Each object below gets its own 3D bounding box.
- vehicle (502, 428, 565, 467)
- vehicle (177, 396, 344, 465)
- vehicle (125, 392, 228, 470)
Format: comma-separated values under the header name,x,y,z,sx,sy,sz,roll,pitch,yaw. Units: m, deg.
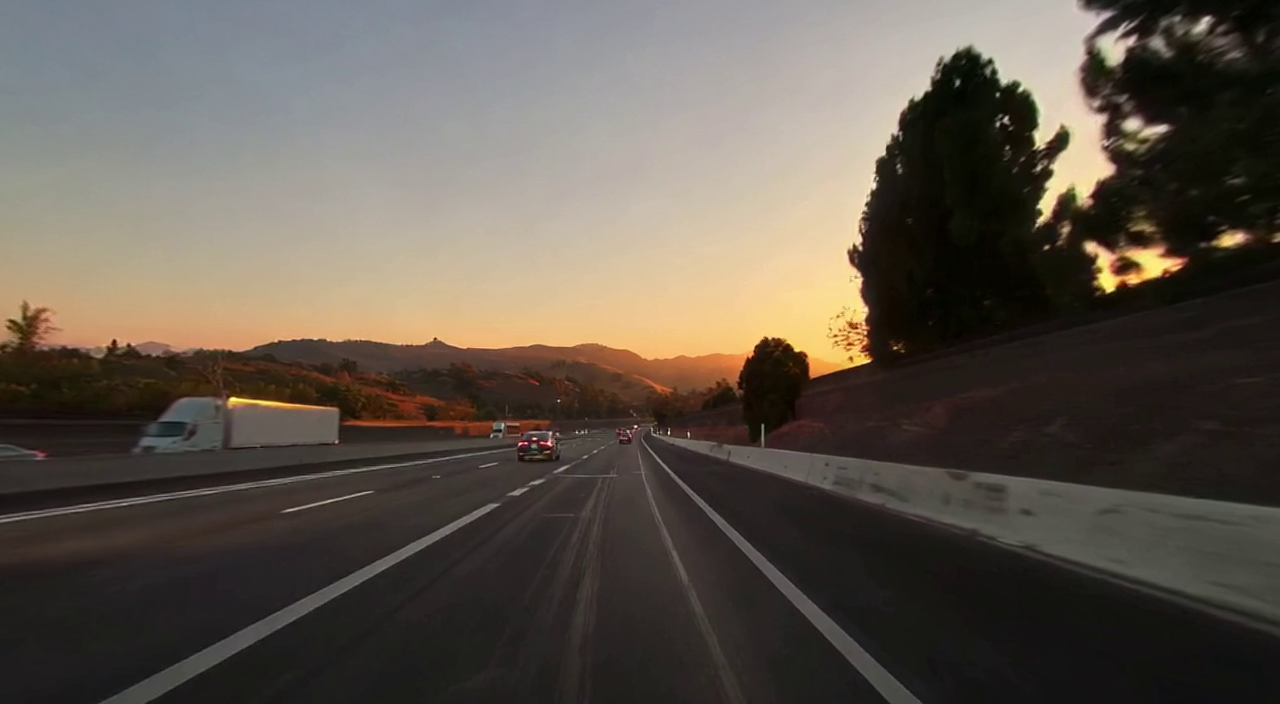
name,x,y,z,sx,sy,sz,roll,pitch,yaw
vehicle,-4.632,4.217,27.938,2.064,1.571,4.225,0,-8,0
vehicle,-25.498,5.535,43.794,2.904,3.961,14.167,0,-8,0
vehicle,-25.411,4.337,34.630,3.003,4.031,3.123,1,-7,-1
